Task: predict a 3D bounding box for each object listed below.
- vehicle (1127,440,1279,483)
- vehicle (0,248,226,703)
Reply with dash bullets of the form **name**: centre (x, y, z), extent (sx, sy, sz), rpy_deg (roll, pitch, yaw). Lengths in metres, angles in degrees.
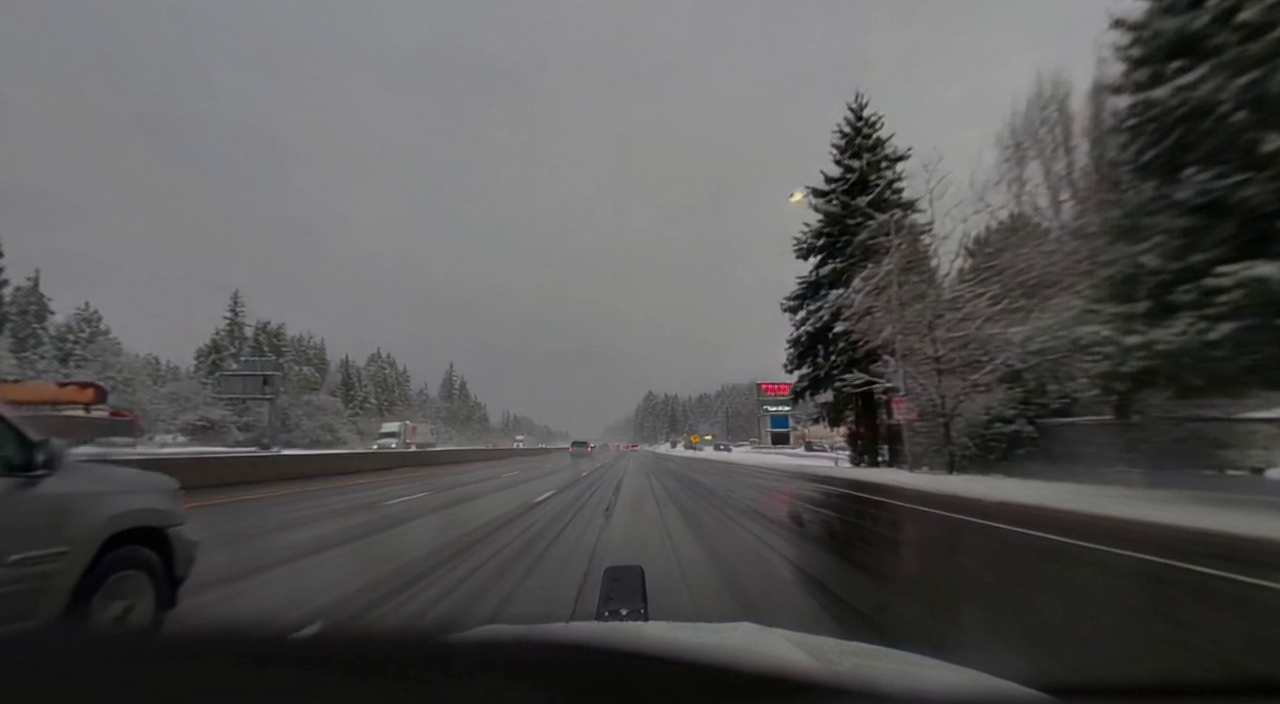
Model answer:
- **vehicle**: centre (25.724, 4.963, 29.035), extent (1.972, 1.749, 5.464), rpy_deg (1, -8, -4)
- **vehicle**: centre (-4.100, 0.429, 1.384), extent (2.352, 2.209, 5.802), rpy_deg (0, -8, 1)
